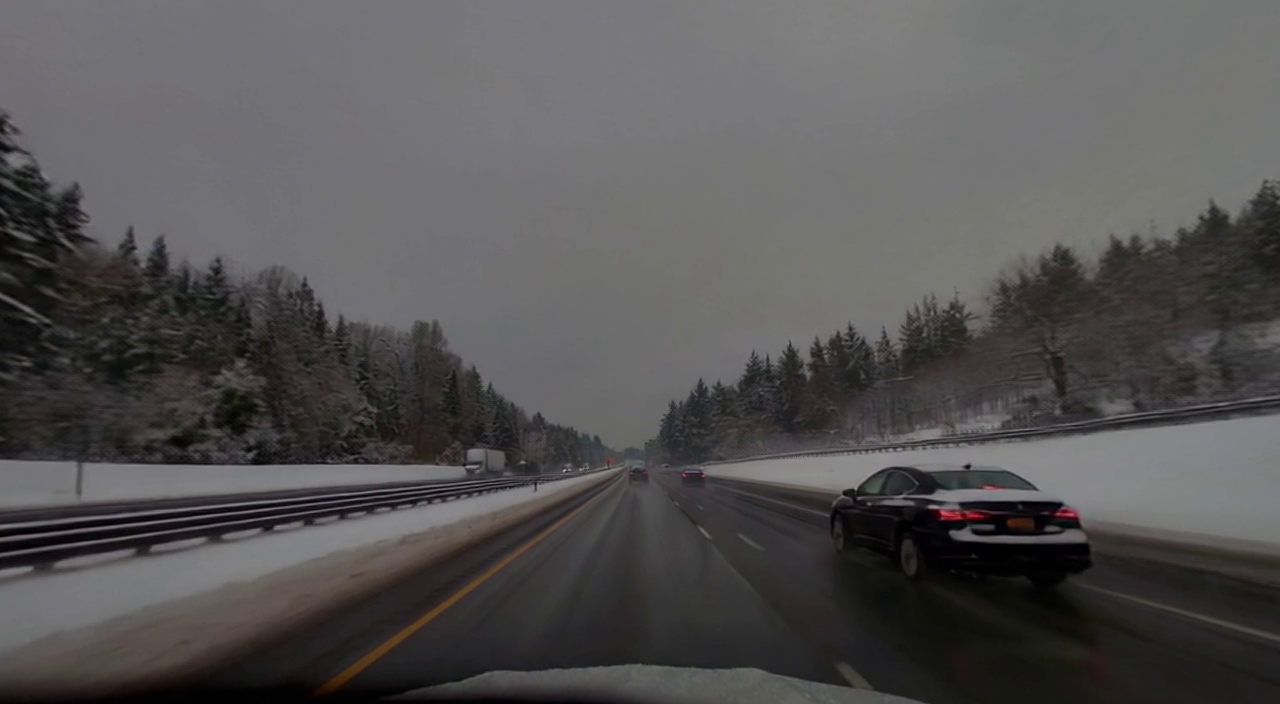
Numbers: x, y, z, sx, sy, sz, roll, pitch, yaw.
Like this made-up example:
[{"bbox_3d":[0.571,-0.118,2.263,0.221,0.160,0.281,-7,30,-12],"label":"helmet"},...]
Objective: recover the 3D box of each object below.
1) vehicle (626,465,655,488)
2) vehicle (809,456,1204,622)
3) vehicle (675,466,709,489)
[{"bbox_3d":[0.041,8.797,44.662,1.980,1.483,3.865,1,-11,0],"label":"vehicle"},{"bbox_3d":[3.908,2.115,8.081,2.018,1.426,4.941,1,-11,-1],"label":"vehicle"},{"bbox_3d":[3.615,8.754,44.099,1.976,1.467,3.783,1,-11,-1],"label":"vehicle"}]
